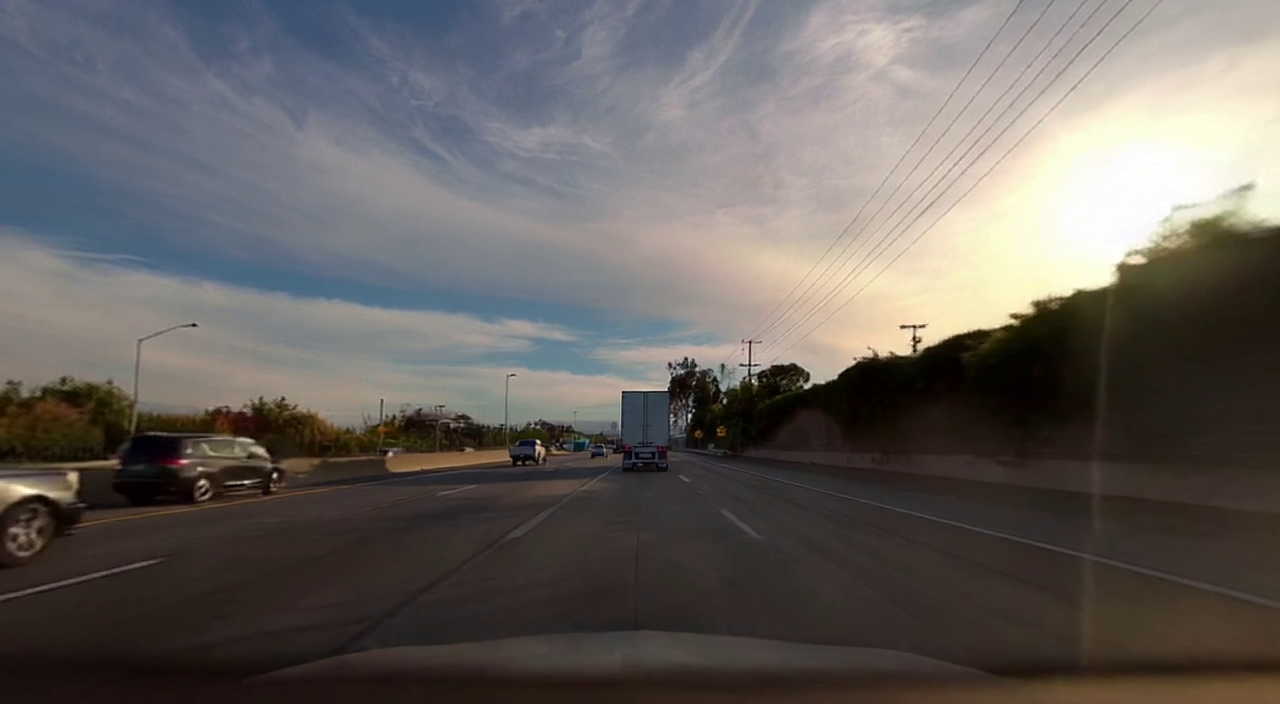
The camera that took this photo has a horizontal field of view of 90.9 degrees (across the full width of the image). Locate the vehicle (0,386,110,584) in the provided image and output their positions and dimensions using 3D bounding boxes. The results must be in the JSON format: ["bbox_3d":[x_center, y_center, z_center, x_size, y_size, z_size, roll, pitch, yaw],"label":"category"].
[{"bbox_3d":[-7.143,1.028,4.390,2.197,1.847,5.364,0,-8,0],"label":"vehicle"}]

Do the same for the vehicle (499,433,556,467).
[{"bbox_3d":[-6.736,5.948,38.450,2.263,1.936,5.802,0,-8,1],"label":"vehicle"}]

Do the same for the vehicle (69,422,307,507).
[{"bbox_3d":[-11.012,2.779,16.074,2.010,1.766,5.365,0,-8,1],"label":"vehicle"}]

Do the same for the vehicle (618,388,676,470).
[{"bbox_3d":[0.596,4.650,37.047,2.879,4.027,11.243,-1,-8,2],"label":"vehicle"}]

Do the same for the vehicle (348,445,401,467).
[{"bbox_3d":[-18.006,7.044,43.000,1.862,1.446,3.826,0,-8,2],"label":"vehicle"}]
